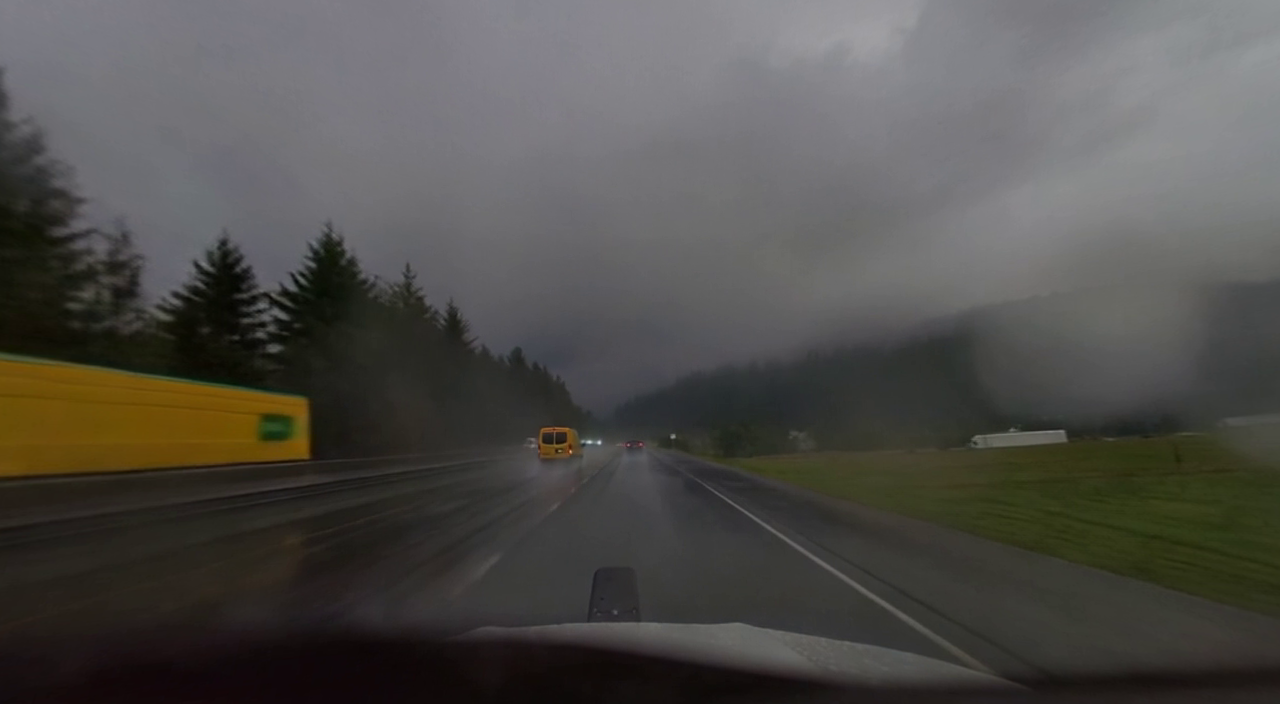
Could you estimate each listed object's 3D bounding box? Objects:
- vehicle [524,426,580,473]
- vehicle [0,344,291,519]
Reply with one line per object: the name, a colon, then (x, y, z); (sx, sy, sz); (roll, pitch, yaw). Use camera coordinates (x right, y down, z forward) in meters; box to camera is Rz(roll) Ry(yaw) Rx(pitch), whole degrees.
vehicle: (-4.103, 4.622, 30.139); (1.976, 2.029, 4.737); (-1, -8, 0)
vehicle: (-16.774, 2.475, 18.947); (3.310, 4.067, 16.585); (0, -8, -1)
